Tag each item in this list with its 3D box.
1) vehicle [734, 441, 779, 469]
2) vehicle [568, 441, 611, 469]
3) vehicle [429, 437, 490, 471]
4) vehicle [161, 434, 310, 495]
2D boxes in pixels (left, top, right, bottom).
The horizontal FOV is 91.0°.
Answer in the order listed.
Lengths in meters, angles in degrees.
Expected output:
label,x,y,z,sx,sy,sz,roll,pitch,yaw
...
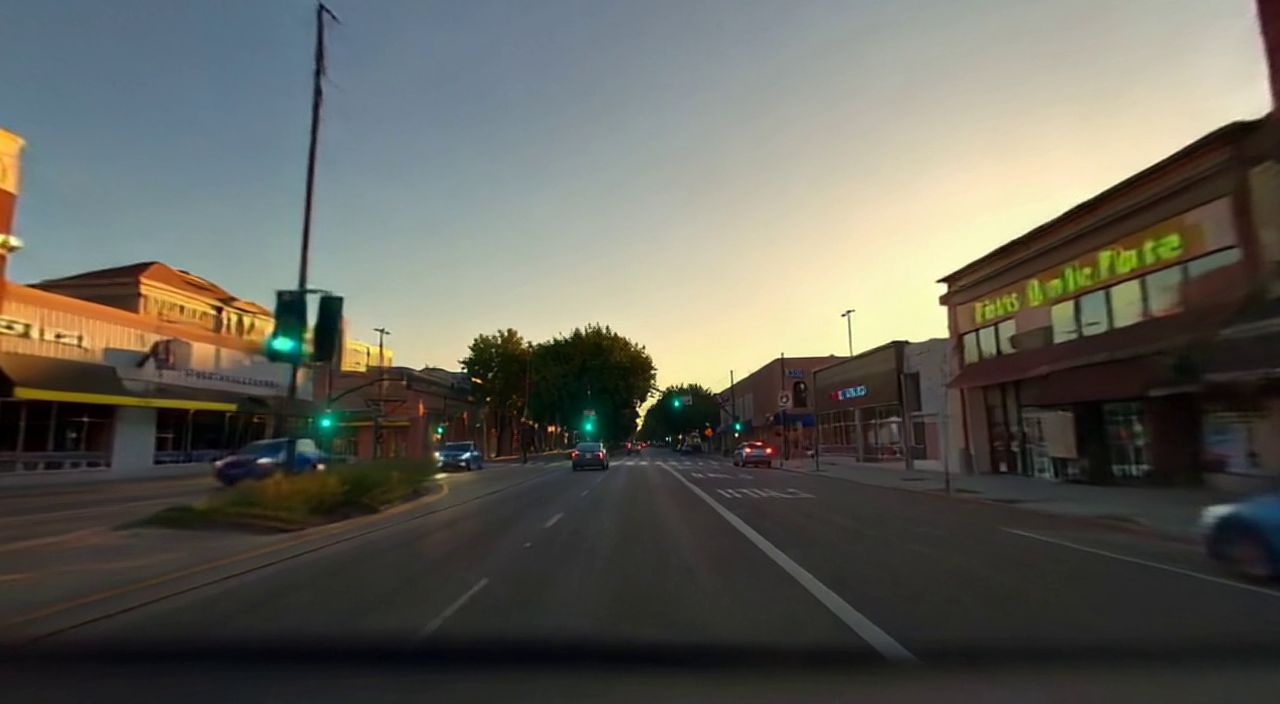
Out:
label,x,y,z,sx,sy,sz,roll,pitch,yaw
vehicle,7.282,6.464,39.673,1.950,1.686,4.509,0,-9,0
vehicle,-2.822,5.918,36.311,2.078,1.471,4.217,0,-9,0
vehicle,-10.350,5.893,36.410,2.155,1.830,4.564,0,-9,0
vehicle,-13.532,3.763,21.523,1.922,1.825,4.777,0,-9,0
